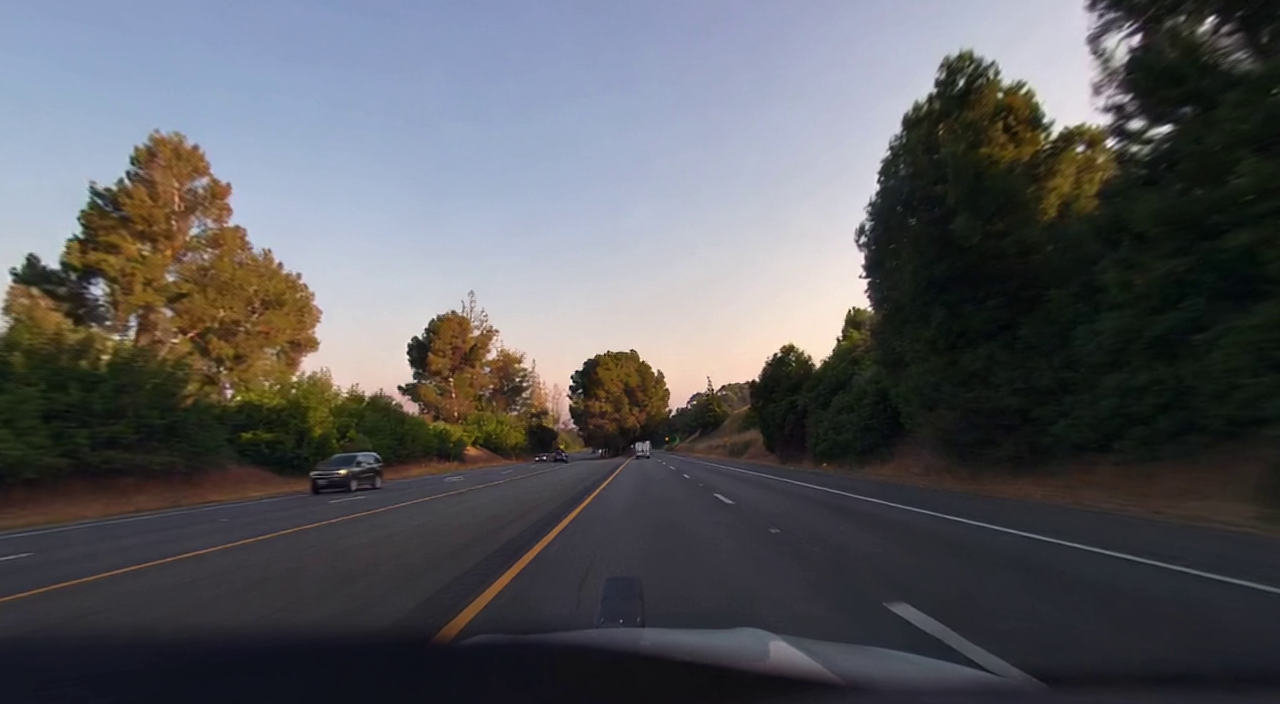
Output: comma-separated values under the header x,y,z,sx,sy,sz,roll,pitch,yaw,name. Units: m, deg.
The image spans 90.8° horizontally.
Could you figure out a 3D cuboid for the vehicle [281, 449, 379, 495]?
x,y,z,sx,sy,sz,roll,pitch,yaw,name
-14.463,5.585,29.814,2.114,1.981,4.822,0,-9,0,vehicle
